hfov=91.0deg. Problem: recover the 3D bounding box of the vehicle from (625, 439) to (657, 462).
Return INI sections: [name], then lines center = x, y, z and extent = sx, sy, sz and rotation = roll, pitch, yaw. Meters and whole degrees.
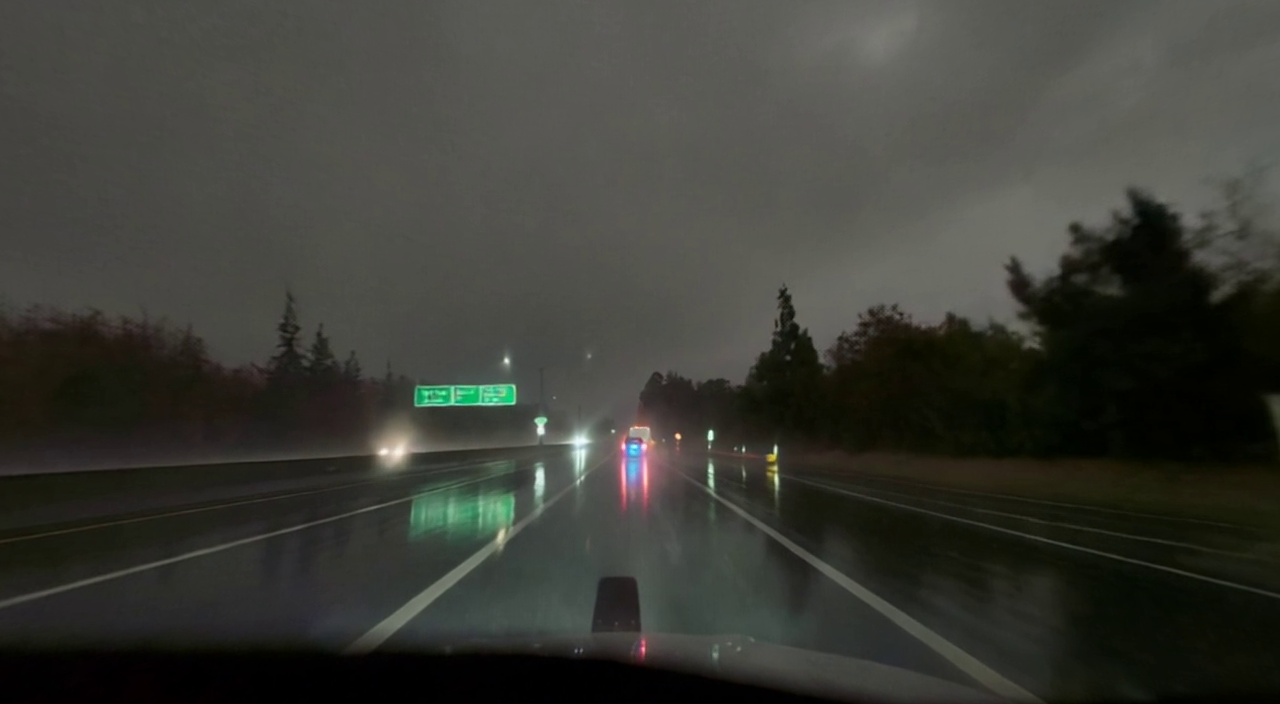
[vehicle]
center = -0.011, 6.637, 42.489
extent = 2.028, 1.440, 3.690
rotation = 0, -8, -2
